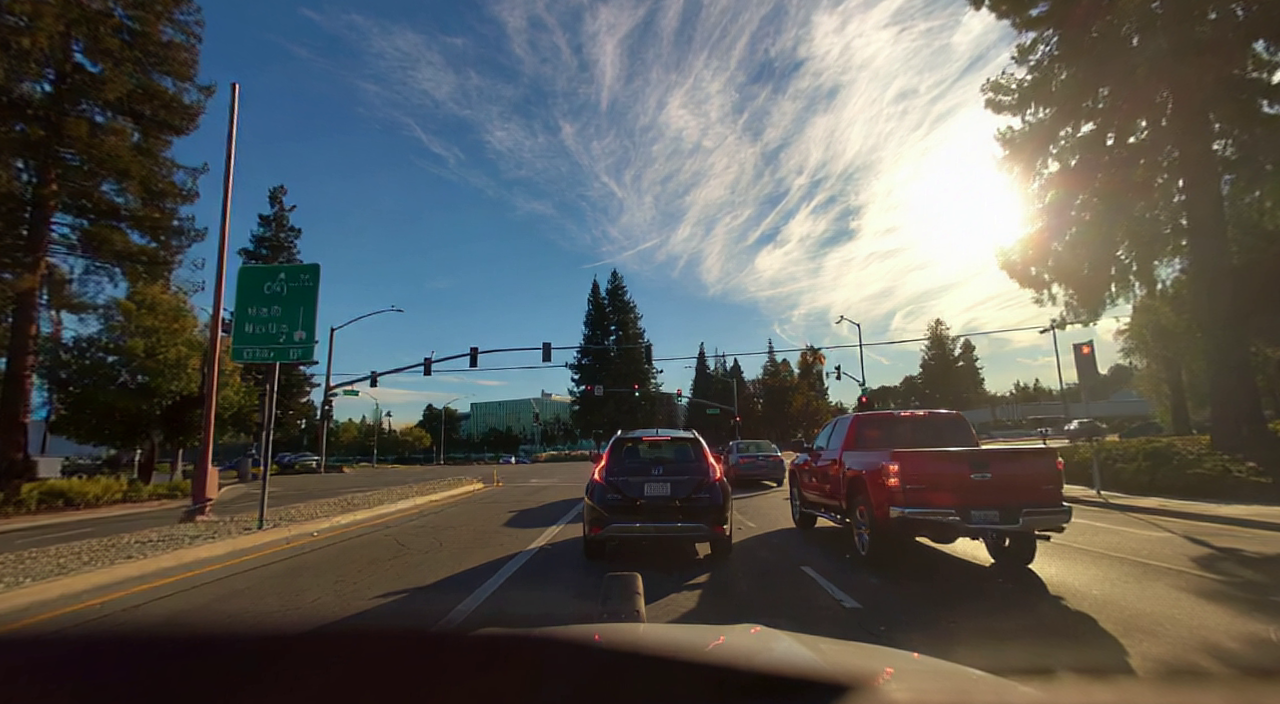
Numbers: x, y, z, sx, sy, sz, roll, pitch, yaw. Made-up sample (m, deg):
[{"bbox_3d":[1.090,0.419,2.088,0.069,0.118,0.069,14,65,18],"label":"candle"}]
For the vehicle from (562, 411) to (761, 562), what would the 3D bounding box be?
[{"bbox_3d":[0.247,1.772,8.978,2.168,1.641,4.039,0,-8,0],"label":"vehicle"}]

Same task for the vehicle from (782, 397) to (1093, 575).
[{"bbox_3d":[3.389,1.627,8.377,2.099,1.725,4.290,0,-8,1],"label":"vehicle"}]
